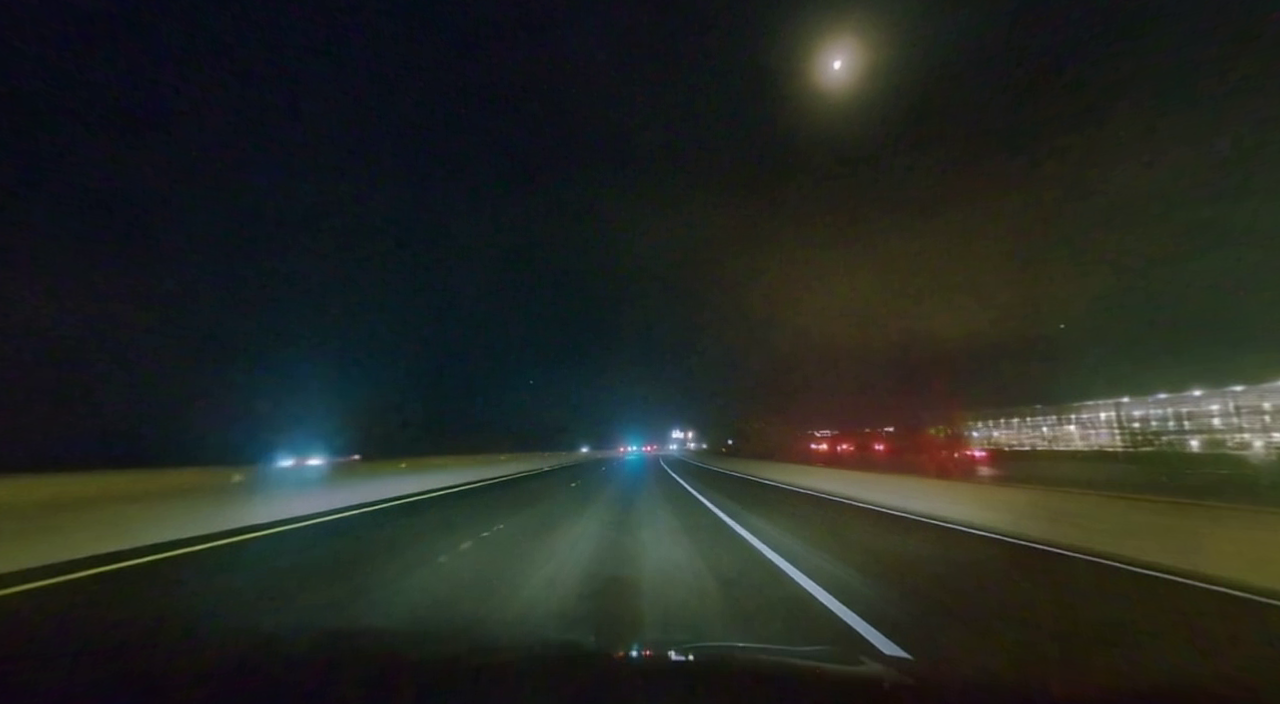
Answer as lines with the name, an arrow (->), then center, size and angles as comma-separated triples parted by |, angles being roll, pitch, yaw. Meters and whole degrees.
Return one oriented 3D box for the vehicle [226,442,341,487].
vehicle -> -13.481, 4.263, 24.039 | 1.907, 1.533, 4.153 | 0, -9, 1
